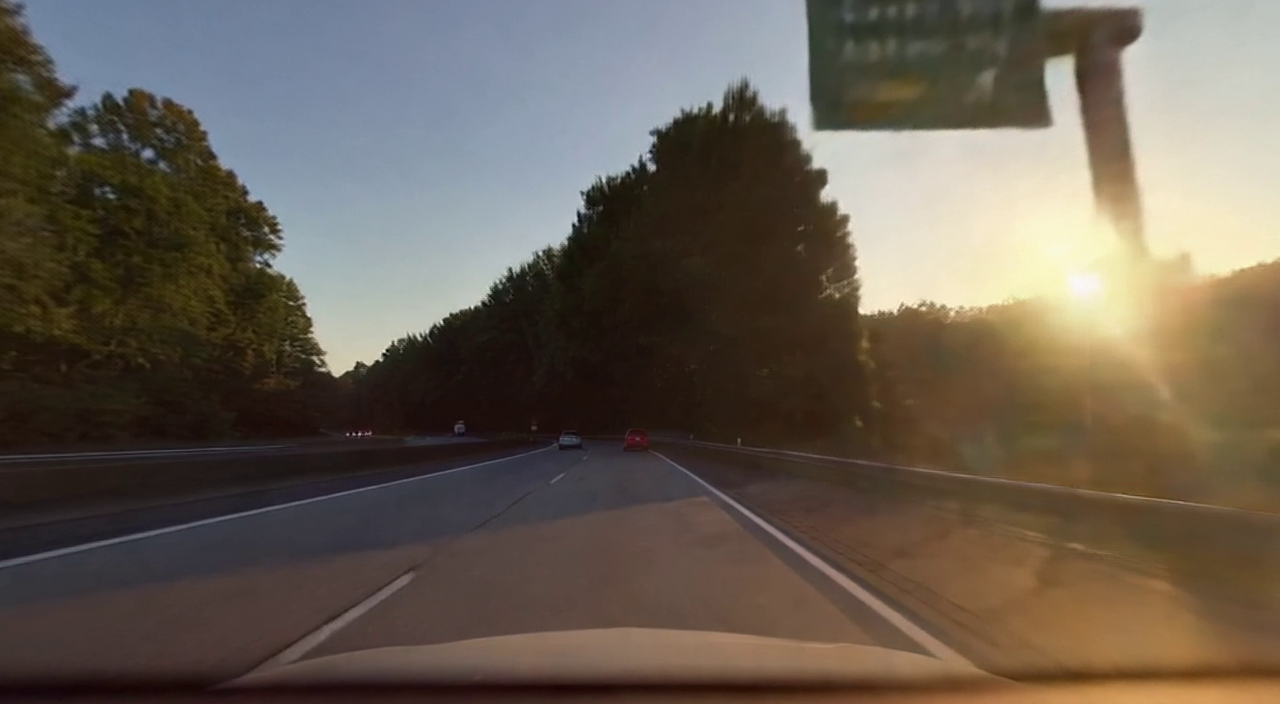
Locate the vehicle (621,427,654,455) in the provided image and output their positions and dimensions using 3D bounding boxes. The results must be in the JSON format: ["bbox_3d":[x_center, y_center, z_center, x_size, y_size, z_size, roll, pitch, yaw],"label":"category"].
[{"bbox_3d":[-0.194,6.211,44.029,2.170,1.790,4.490,0,-8,-1],"label":"vehicle"}]

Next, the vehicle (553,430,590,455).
[{"bbox_3d":[-4.598,6.118,42.701,2.055,1.610,4.116,0,-8,0],"label":"vehicle"}]
